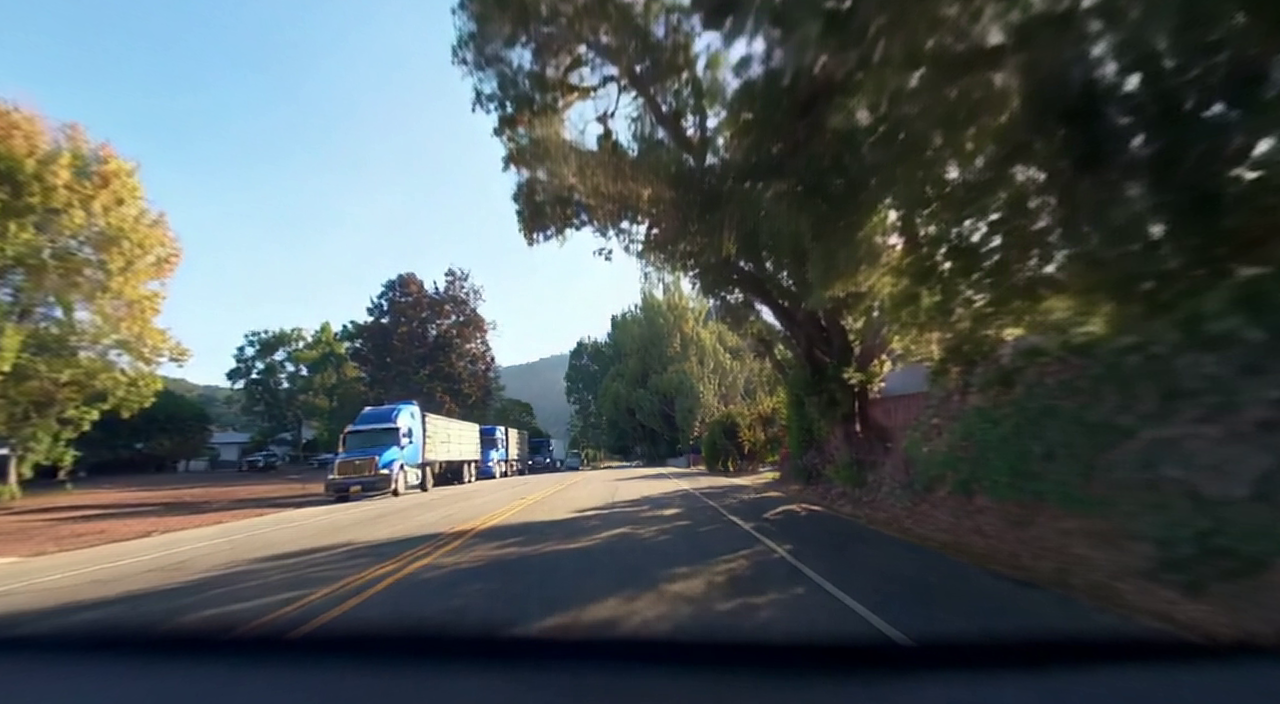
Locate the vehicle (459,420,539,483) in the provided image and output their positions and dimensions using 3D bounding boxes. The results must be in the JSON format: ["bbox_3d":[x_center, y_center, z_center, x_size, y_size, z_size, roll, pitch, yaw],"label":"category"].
[{"bbox_3d":[-8.431,6.016,39.251,2.788,3.365,9.652,0,-7,0],"label":"vehicle"}]

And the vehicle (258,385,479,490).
[{"bbox_3d":[-10.701,3.956,26.776,5.596,3.130,8.972,-4,-13,-2],"label":"vehicle"}]
